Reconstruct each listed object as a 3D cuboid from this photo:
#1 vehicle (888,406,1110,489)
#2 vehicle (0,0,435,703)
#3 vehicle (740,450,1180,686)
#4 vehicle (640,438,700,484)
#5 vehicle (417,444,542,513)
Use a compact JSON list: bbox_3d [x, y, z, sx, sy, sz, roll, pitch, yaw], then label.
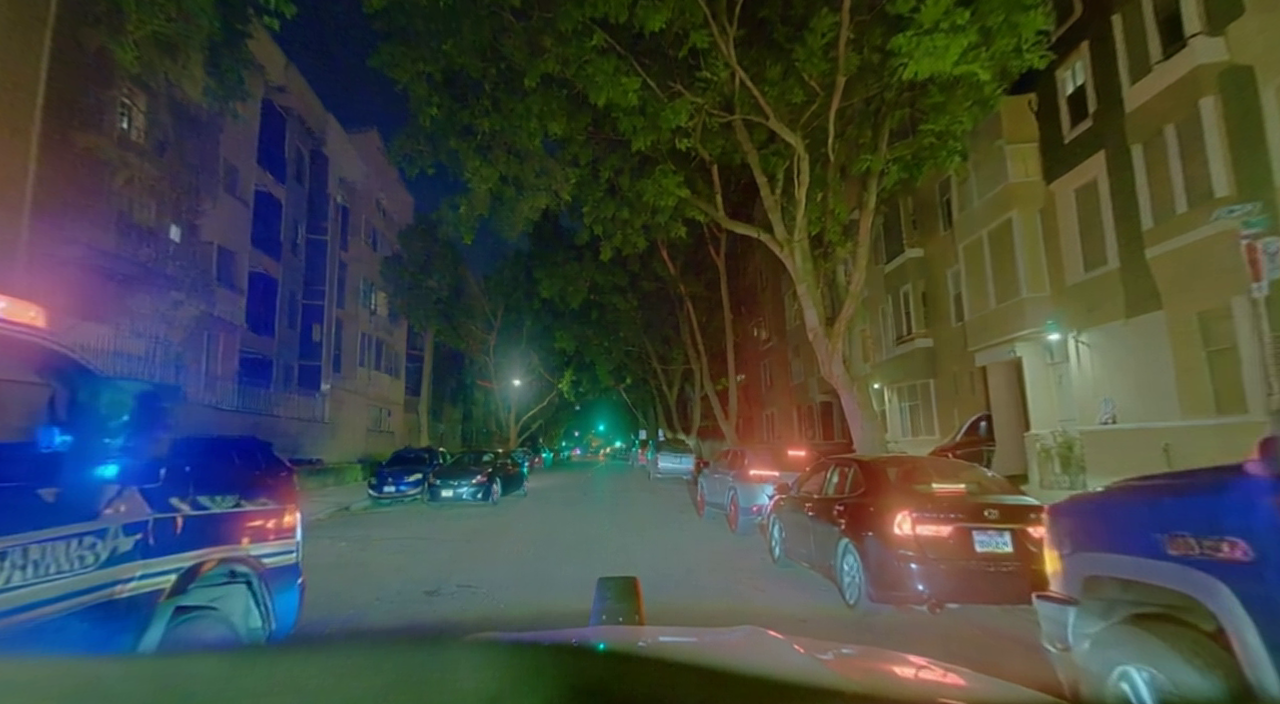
[{"bbox_3d":[9.066,2.457,16.249,4.416,1.784,1.929,-2,-10,-2],"label":"vehicle"},{"bbox_3d":[-2.659,0.101,0.689,2.705,2.859,6.875,0,-8,-2],"label":"vehicle"},{"bbox_3d":[2.276,1.622,5.961,1.720,1.333,4.233,1,-8,-4],"label":"vehicle"},{"bbox_3d":[1.107,4.345,25.439,1.878,1.664,4.033,1,-8,-5],"label":"vehicle"},{"bbox_3d":[-3.919,3.146,16.293,1.966,1.515,4.394,0,-8,1],"label":"vehicle"}]
